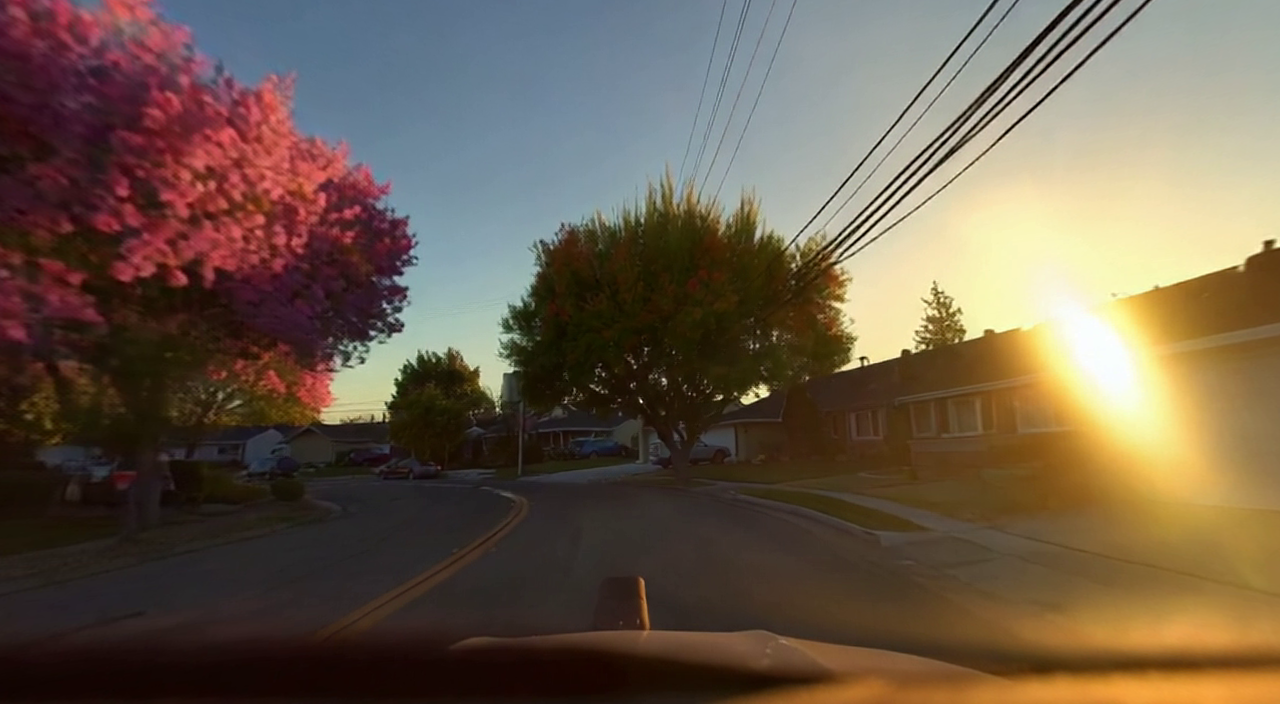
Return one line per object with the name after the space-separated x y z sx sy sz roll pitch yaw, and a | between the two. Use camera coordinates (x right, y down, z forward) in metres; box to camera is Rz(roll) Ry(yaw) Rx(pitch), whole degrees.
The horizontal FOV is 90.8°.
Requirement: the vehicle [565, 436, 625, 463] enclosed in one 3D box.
-3.213 7.059 45.783 2.043 1.819 4.476 -6 -10 33 | vehicle

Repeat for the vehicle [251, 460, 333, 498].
-17.232 6.216 31.257 3.897 1.493 1.942 -4 -7 34 | vehicle

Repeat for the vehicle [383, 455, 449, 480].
-14.651 7.510 41.238 4.019 1.484 1.978 -6 -10 33 | vehicle

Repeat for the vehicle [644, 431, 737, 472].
2.685 5.239 33.418 4.459 1.738 1.930 -1 -8 -28 | vehicle
